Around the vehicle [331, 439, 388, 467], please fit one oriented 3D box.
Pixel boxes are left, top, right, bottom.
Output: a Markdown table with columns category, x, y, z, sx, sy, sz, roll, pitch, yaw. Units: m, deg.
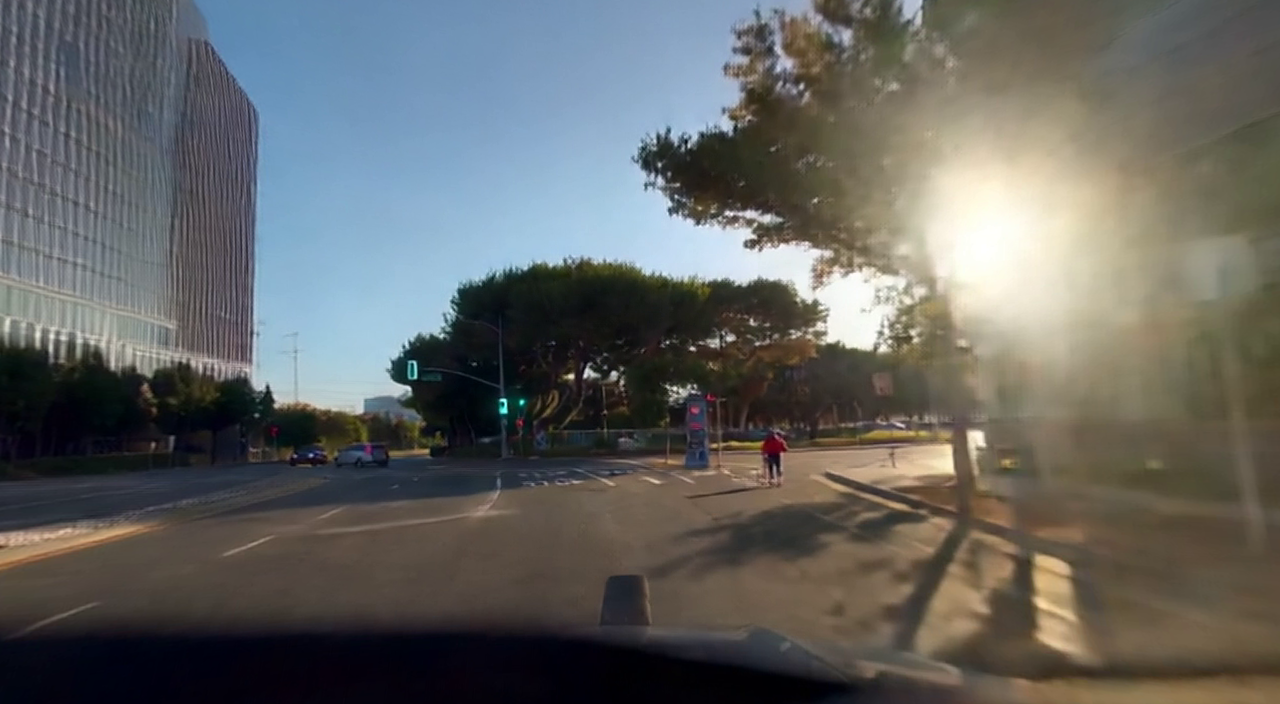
| category | x | y | z | sx | sy | sz | roll | pitch | yaw |
| --- | --- | --- | --- | --- | --- | --- | --- | --- | --- |
| vehicle | -21.324 | 7.621 | 47.699 | 2.336 | 1.923 | 5.570 | 7 | -11 | -40 |
